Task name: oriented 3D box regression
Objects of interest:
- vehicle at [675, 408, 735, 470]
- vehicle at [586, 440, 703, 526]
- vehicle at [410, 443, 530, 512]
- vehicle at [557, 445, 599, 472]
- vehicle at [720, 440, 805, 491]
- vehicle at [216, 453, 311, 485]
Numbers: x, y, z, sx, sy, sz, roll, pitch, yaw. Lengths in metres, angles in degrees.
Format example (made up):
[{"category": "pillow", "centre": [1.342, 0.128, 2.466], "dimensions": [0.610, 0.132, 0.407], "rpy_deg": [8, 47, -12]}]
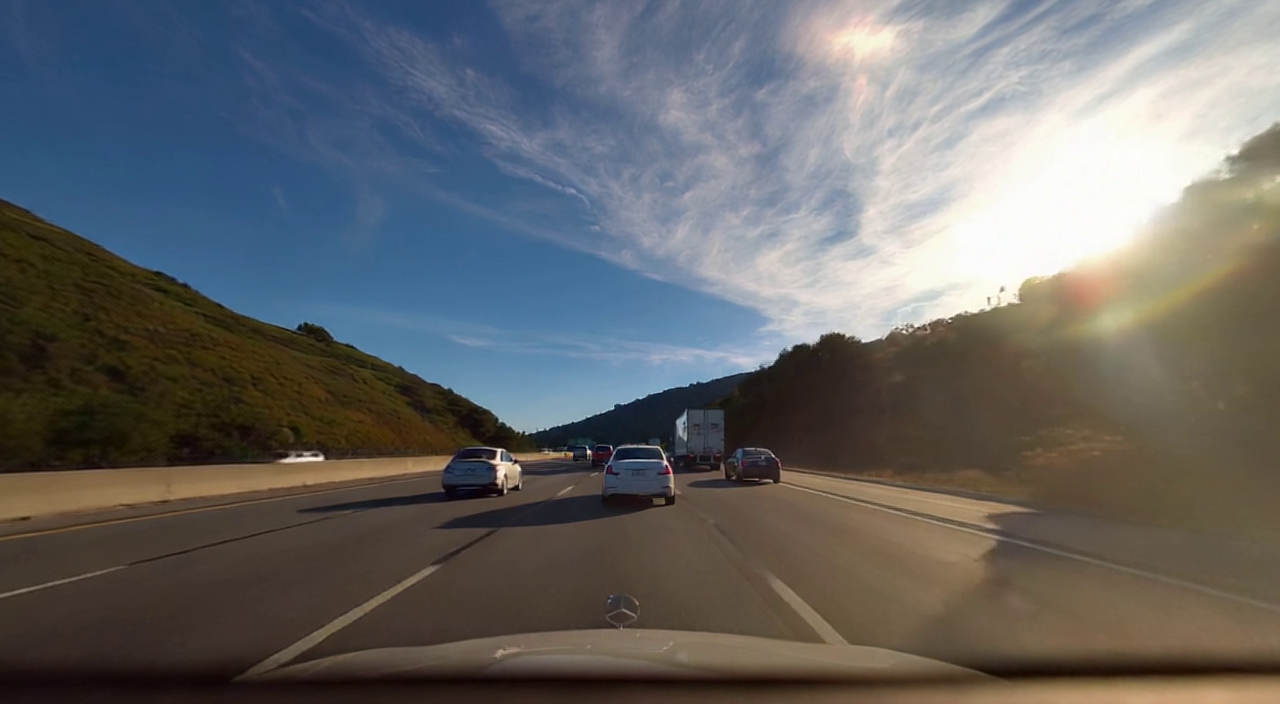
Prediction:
[{"category": "vehicle", "centre": [4.701, 6.967, 49.441], "dimensions": [3.194, 4.038, 16.301], "rpy_deg": [0, -9, 1]}, {"category": "vehicle", "centre": [0.086, 2.591, 12.932], "dimensions": [2.041, 1.484, 3.535], "rpy_deg": [0, -9, 0]}, {"category": "vehicle", "centre": [-4.092, 3.075, 15.870], "dimensions": [1.848, 1.486, 3.832], "rpy_deg": [0, -9, 1]}, {"category": "vehicle", "centre": [-4.036, 7.012, 41.801], "dimensions": [2.211, 1.669, 4.224], "rpy_deg": [0, -9, 1]}, {"category": "vehicle", "centre": [4.148, 3.934, 22.142], "dimensions": [2.029, 1.579, 4.484], "rpy_deg": [0, -9, -1]}, {"category": "vehicle", "centre": [-18.905, 5.869, 31.980], "dimensions": [1.871, 1.464, 4.572], "rpy_deg": [-1, -9, 2]}]
